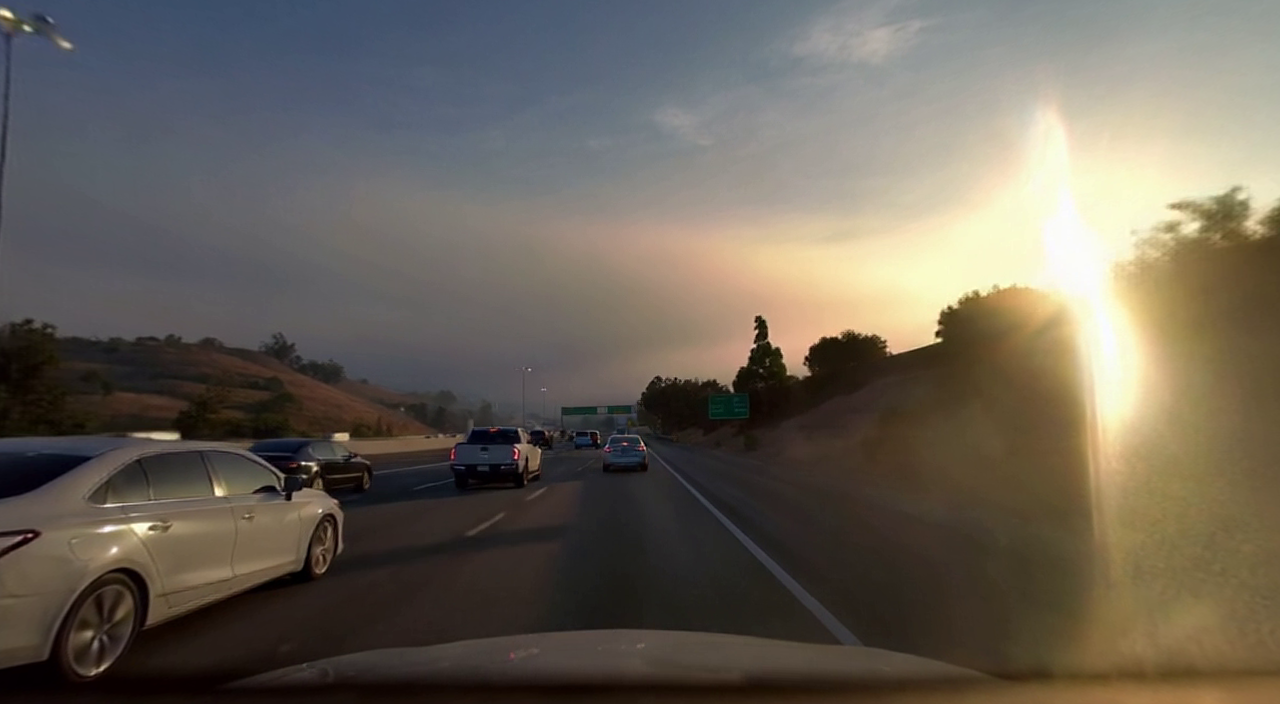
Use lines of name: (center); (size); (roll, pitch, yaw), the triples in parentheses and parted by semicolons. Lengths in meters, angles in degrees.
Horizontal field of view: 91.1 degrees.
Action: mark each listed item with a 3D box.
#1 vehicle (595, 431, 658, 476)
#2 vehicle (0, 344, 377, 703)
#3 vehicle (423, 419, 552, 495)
vehicle: (-0.466, 3.630, 22.770); (2.070, 1.452, 3.834); (0, -8, 0)
vehicle: (-3.857, 1.052, 4.437); (2.107, 1.703, 4.274); (0, -8, 0)
vehicle: (-3.779, 2.692, 16.563); (2.154, 1.690, 4.595); (0, -8, 1)
